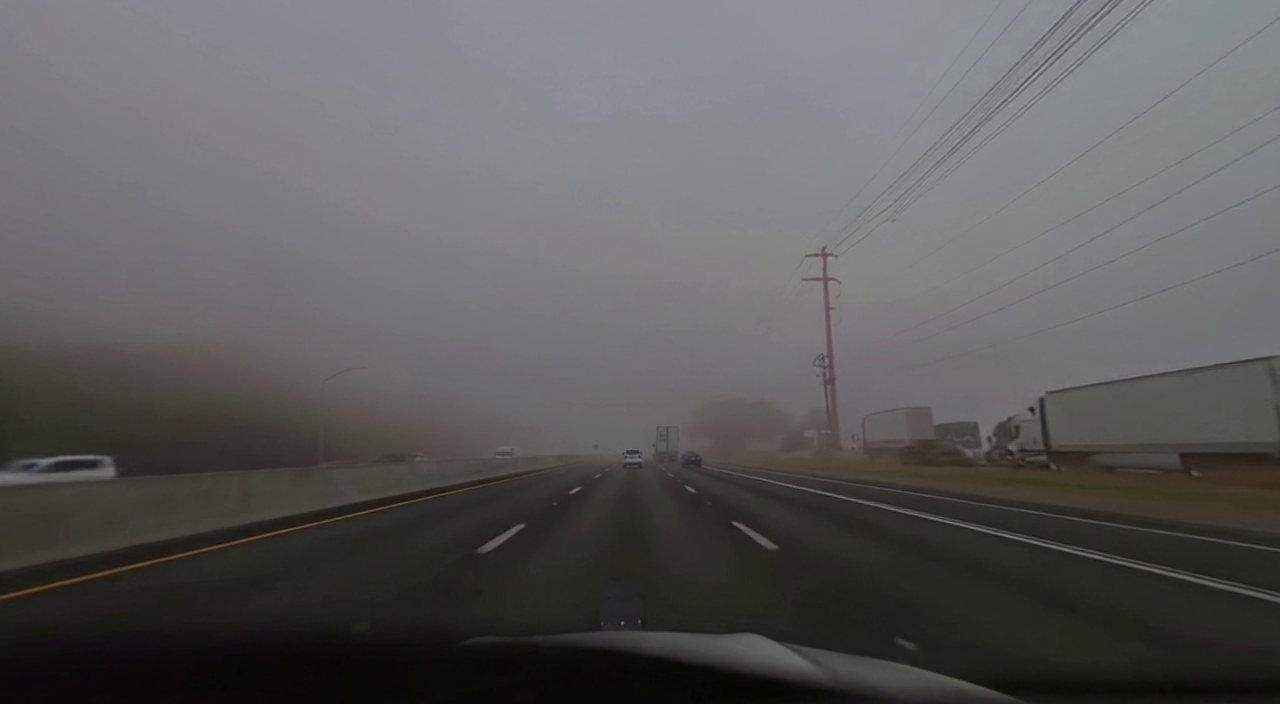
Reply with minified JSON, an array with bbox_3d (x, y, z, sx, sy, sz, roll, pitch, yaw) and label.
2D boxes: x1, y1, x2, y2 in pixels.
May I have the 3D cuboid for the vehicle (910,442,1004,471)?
[{"bbox_3d":[22.795,7.595,45.909,2.735,1.910,7.423,0,-9,-3],"label":"vehicle"}]

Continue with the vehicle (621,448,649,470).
[{"bbox_3d":[-0.401,8.453,49.857,2.111,1.599,3.859,0,-9,-1],"label":"vehicle"}]

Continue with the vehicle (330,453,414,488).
[{"bbox_3d":[-12.258,5.420,29.144,1.855,1.429,4.461,0,-9,1],"label":"vehicle"}]

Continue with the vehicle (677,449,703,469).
[{"bbox_3d":[3.923,8.397,49.608,1.779,1.512,3.517,0,-9,0],"label":"vehicle"}]

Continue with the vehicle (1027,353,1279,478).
[{"bbox_3d":[23.612,3.179,28.095,3.234,4.276,14.411,0,-9,-1],"label":"vehicle"}]

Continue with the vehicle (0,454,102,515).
[{"bbox_3d":[-23.625,4.854,23.399,2.412,2.091,5.424,0,-9,0],"label":"vehicle"}]
